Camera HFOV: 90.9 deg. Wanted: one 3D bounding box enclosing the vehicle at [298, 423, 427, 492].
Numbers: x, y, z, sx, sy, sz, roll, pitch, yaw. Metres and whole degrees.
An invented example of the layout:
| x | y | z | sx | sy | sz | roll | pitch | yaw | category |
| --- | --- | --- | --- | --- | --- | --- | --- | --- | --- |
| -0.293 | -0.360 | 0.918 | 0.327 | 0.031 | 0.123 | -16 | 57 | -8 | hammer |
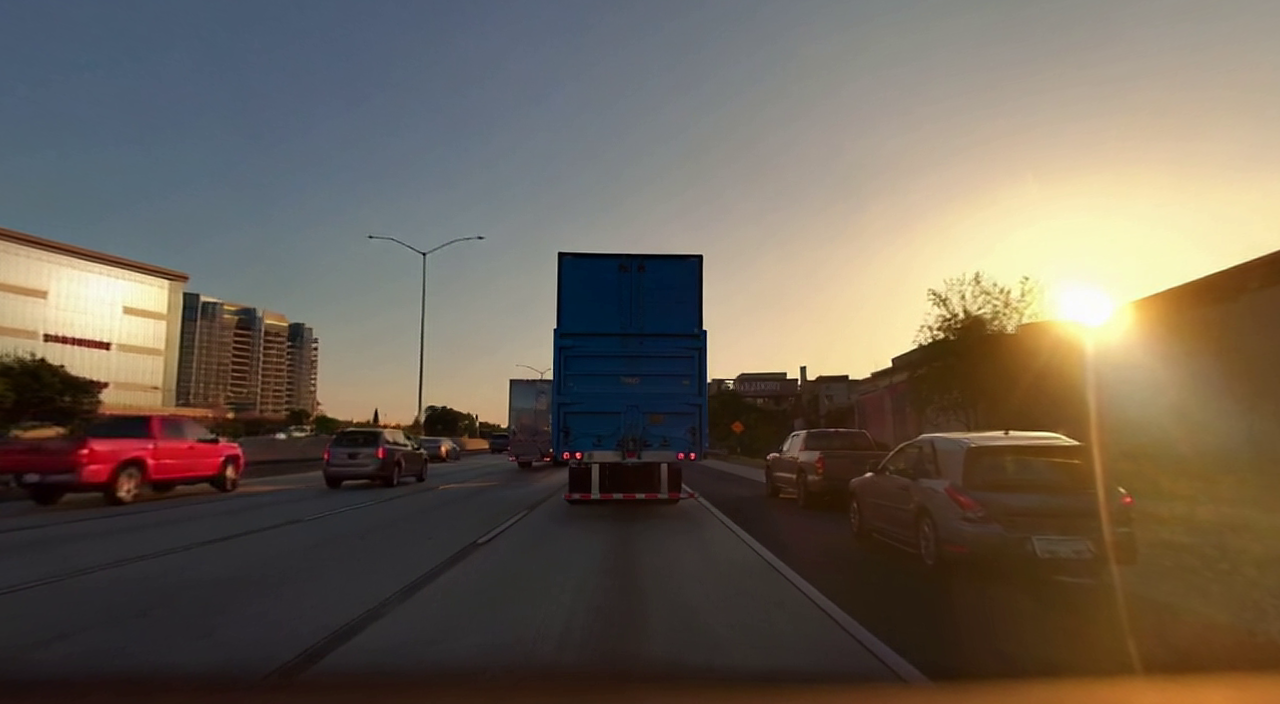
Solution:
| x | y | z | sx | sy | sz | roll | pitch | yaw | category |
| --- | --- | --- | --- | --- | --- | --- | --- | --- | --- |
| -7.696 | 2.975 | 18.022 | 1.854 | 1.740 | 4.151 | 0 | -9 | -1 | vehicle |

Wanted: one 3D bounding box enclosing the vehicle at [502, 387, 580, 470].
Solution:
| x | y | z | sx | sy | sz | roll | pitch | yaw | category |
| --- | --- | --- | --- | --- | --- | --- | --- | --- | --- |
| -4.625 | 3.899 | 31.300 | 2.814 | 3.513 | 8.529 | 0 | -9 | -2 | vehicle |

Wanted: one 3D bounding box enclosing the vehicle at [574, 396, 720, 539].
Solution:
| x | y | z | sx | sy | sz | roll | pitch | yaw | category |
| --- | --- | --- | --- | --- | --- | --- | --- | --- | --- |
| 0.054 | 1.847 | 10.531 | 1.947 | 1.910 | 4.040 | 0 | -9 | -1 | vehicle |

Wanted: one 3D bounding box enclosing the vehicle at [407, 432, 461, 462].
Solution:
| x | y | z | sx | sy | sz | roll | pitch | yaw | category |
| --- | --- | --- | --- | --- | --- | --- | --- | --- | --- |
| -12.422 | 5.770 | 38.347 | 1.915 | 1.710 | 4.670 | 0 | -9 | -2 | vehicle |

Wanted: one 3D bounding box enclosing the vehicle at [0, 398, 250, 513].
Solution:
| x | y | z | sx | sy | sz | roll | pitch | yaw | category |
| --- | --- | --- | --- | --- | --- | --- | --- | --- | --- |
| -11.612 | 2.244 | 13.947 | 2.240 | 1.995 | 5.854 | 0 | -9 | 0 | vehicle |
